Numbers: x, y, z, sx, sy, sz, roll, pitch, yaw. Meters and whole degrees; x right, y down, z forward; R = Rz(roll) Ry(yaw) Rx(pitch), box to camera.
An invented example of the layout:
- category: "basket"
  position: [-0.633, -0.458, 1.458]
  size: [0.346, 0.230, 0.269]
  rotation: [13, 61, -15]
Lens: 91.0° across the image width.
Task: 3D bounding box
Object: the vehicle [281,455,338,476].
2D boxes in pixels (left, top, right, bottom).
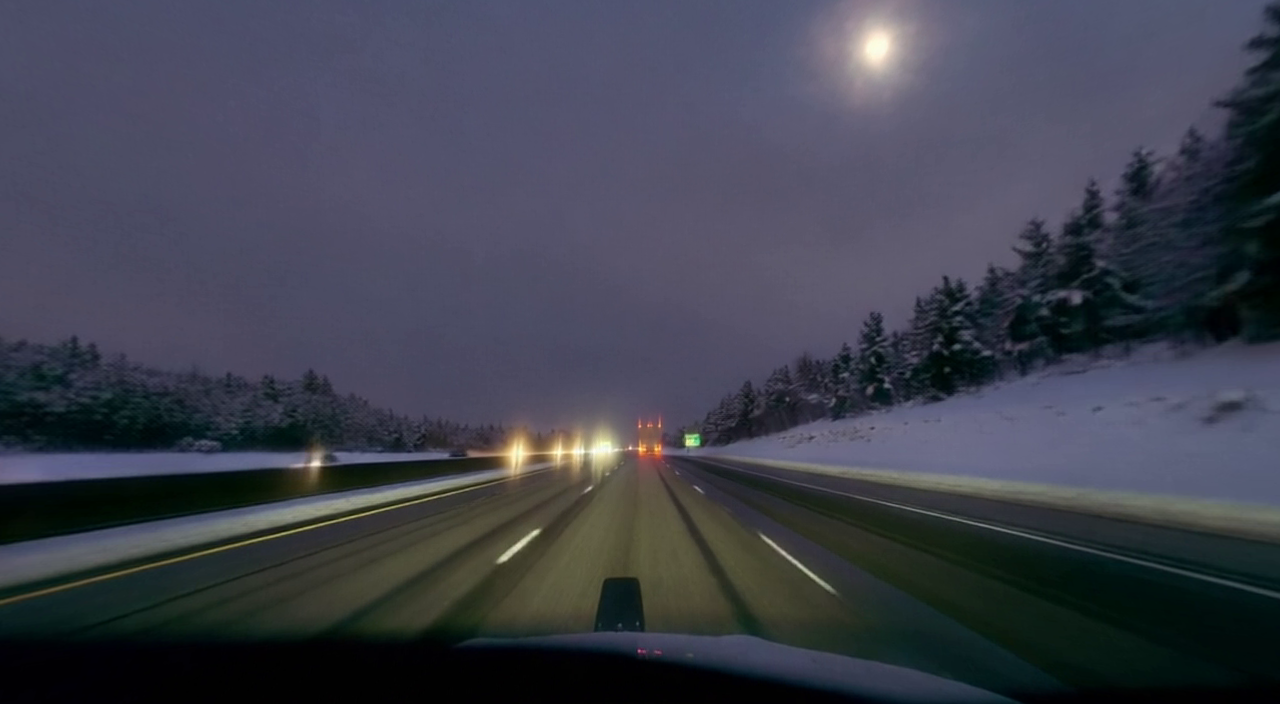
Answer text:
- category: "vehicle"
  position: [-25.488, 8.773, 48.750]
  size: [1.888, 1.506, 4.467]
  rotation: [0, -9, 1]
